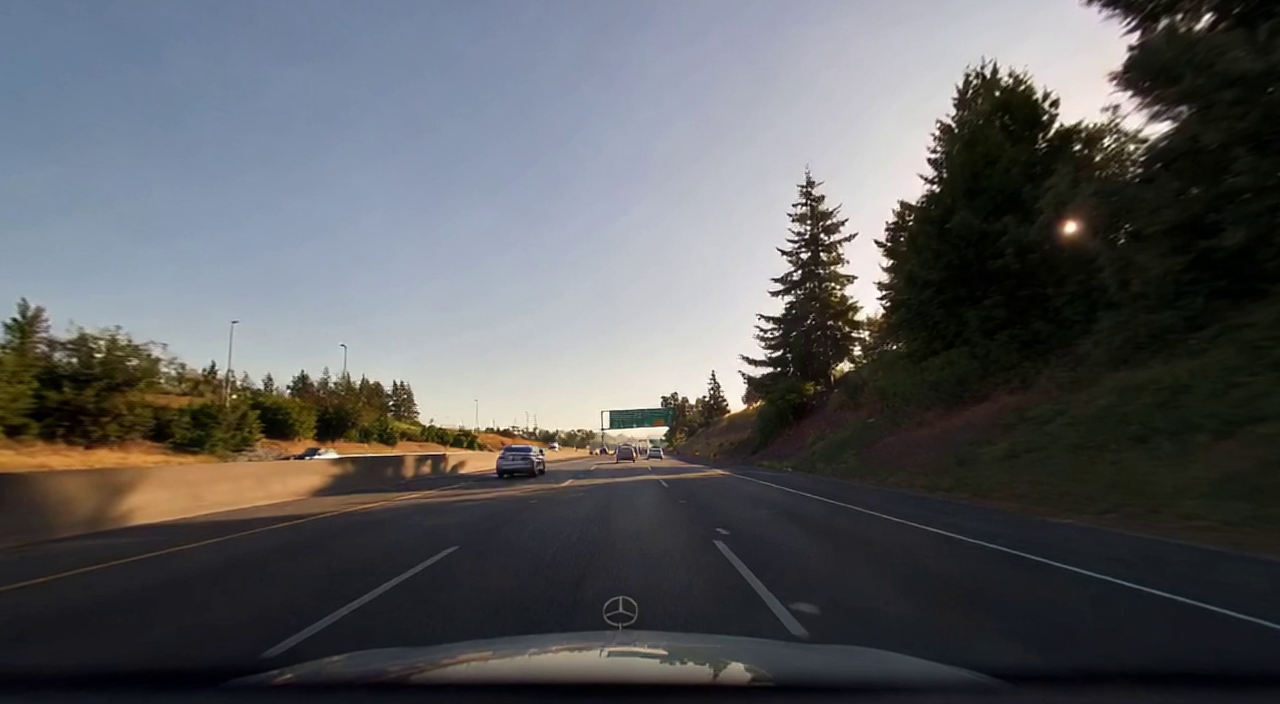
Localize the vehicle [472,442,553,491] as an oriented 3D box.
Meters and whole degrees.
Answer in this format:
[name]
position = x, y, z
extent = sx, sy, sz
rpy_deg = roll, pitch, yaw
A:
[vehicle]
position = -4.477, 4.090, 22.826
extent = 2.028, 1.563, 4.734
rpy_deg = 0, -9, -1
